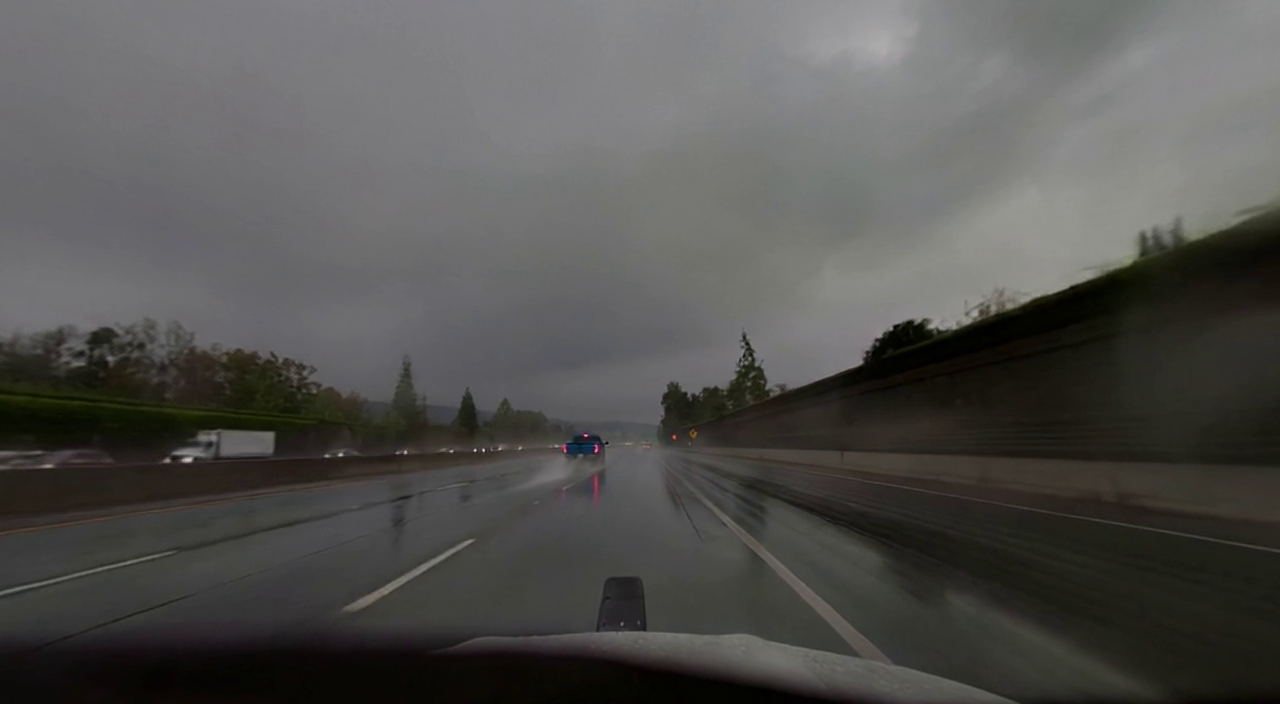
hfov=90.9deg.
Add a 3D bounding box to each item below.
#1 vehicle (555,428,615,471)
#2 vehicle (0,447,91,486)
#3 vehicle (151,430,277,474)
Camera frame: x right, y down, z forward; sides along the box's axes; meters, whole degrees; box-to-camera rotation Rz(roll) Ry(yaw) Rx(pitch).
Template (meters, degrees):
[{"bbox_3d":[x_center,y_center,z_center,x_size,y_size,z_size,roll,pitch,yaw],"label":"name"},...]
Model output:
[{"bbox_3d":[-2.920,5.426,35.218,2.604,2.170,6.271,0,-8,1],"label":"vehicle"},{"bbox_3d":[-25.709,4.700,26.045,1.916,1.489,4.504,0,-8,1],"label":"vehicle"},{"bbox_3d":[-32.889,7.799,49.390,2.834,3.063,9.925,0,-8,1],"label":"vehicle"}]
